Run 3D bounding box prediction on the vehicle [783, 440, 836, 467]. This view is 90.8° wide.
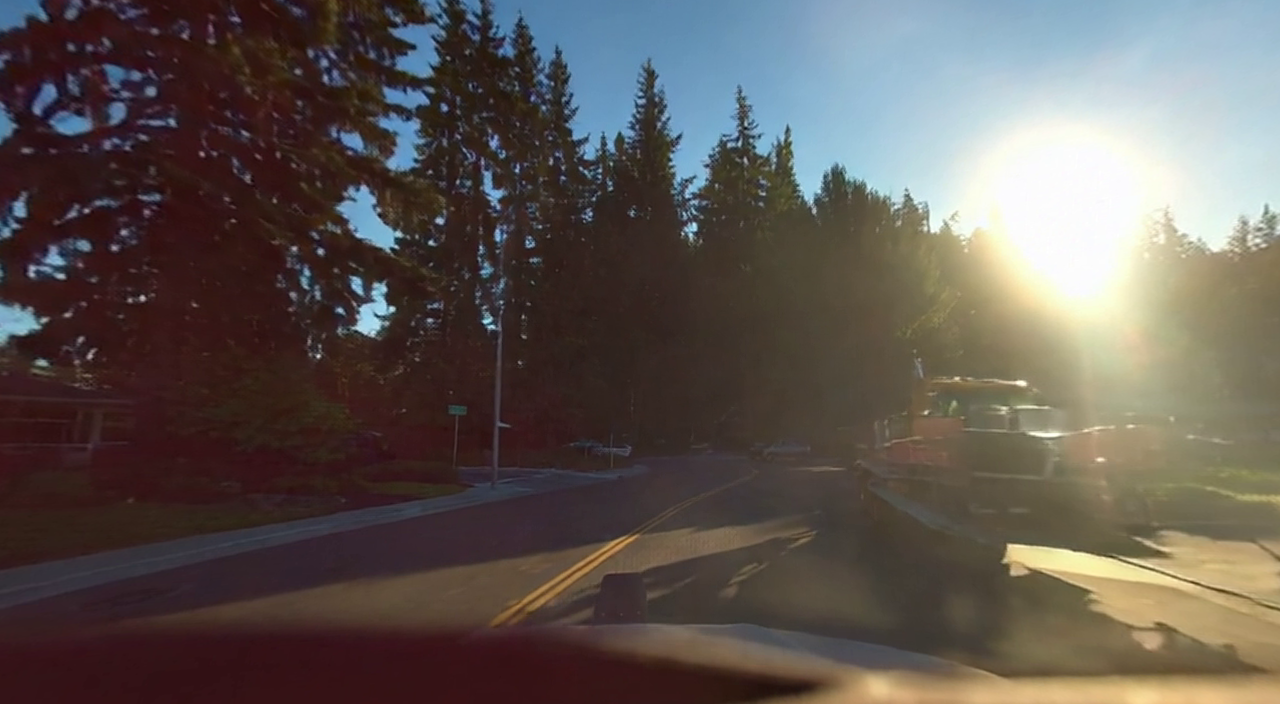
[{"bbox_3d":[11.582,6.975,43.439,1.967,1.698,4.649,1,-9,-5],"label":"vehicle"}]

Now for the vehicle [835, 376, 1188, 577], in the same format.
[{"bbox_3d":[4.941,1.851,10.288,2.874,2.021,7.293,-3,-9,14],"label":"vehicle"}]
